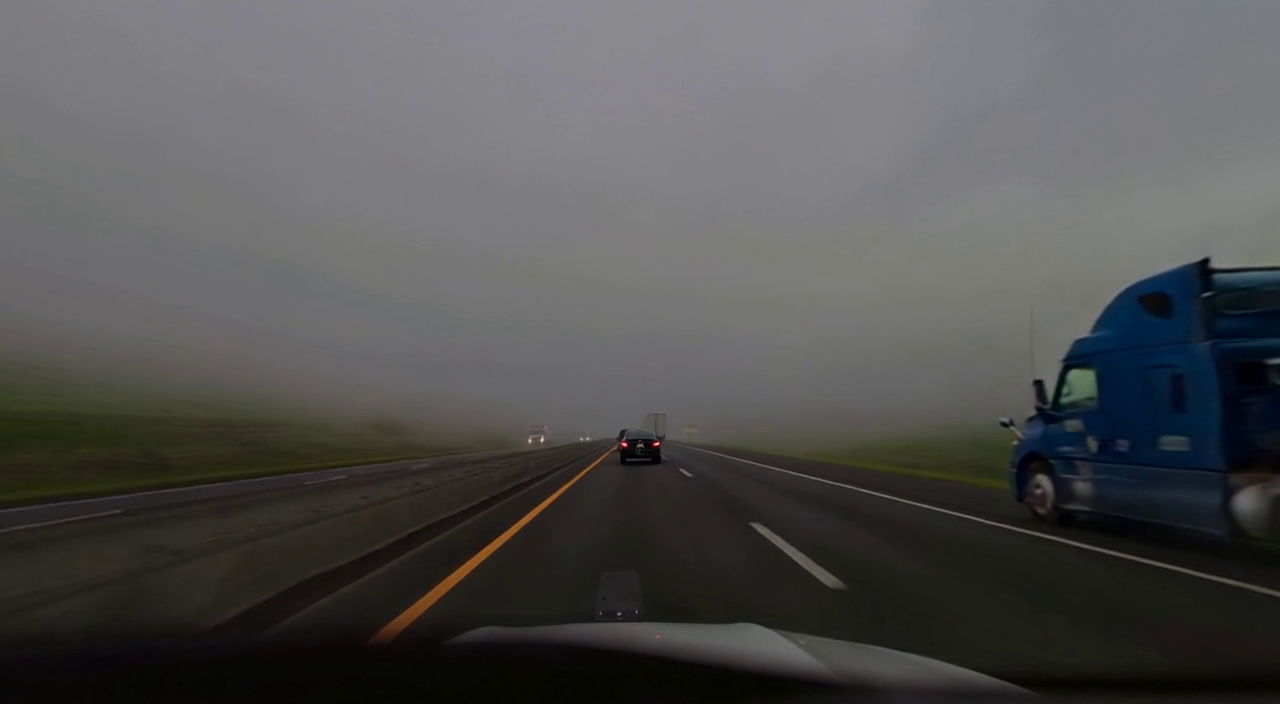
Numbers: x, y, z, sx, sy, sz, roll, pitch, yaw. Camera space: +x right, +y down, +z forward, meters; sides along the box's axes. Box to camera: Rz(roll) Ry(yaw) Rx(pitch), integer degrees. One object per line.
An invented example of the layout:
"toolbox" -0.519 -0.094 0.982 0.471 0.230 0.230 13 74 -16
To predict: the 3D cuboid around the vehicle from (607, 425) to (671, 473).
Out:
"vehicle" -0.073 3.613 23.632 2.216 1.623 4.220 0 -8 -1
